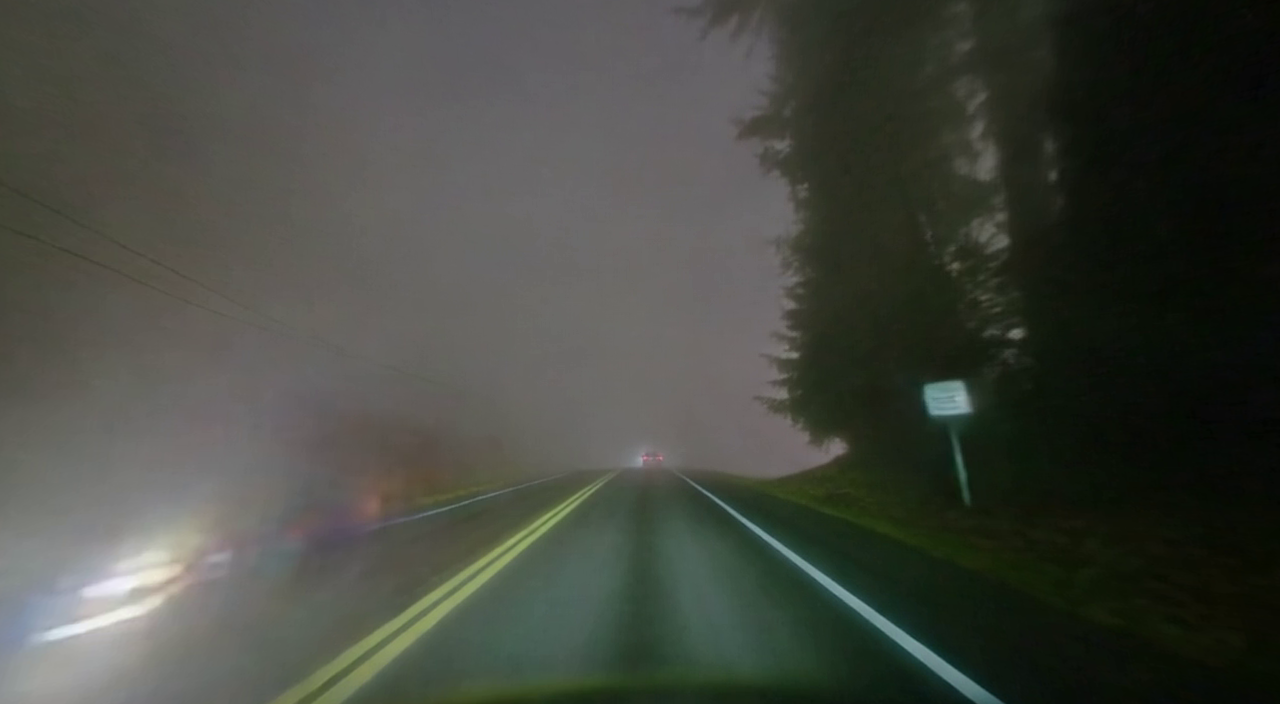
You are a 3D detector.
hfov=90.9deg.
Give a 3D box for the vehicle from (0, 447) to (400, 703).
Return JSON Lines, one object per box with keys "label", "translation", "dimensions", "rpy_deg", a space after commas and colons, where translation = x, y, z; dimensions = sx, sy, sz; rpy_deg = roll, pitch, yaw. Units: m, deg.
{"label": "vehicle", "translation": [-3.676, 1.453, 4.681], "dimensions": [1.937, 1.473, 4.570], "rpy_deg": [0, -8, 1]}
